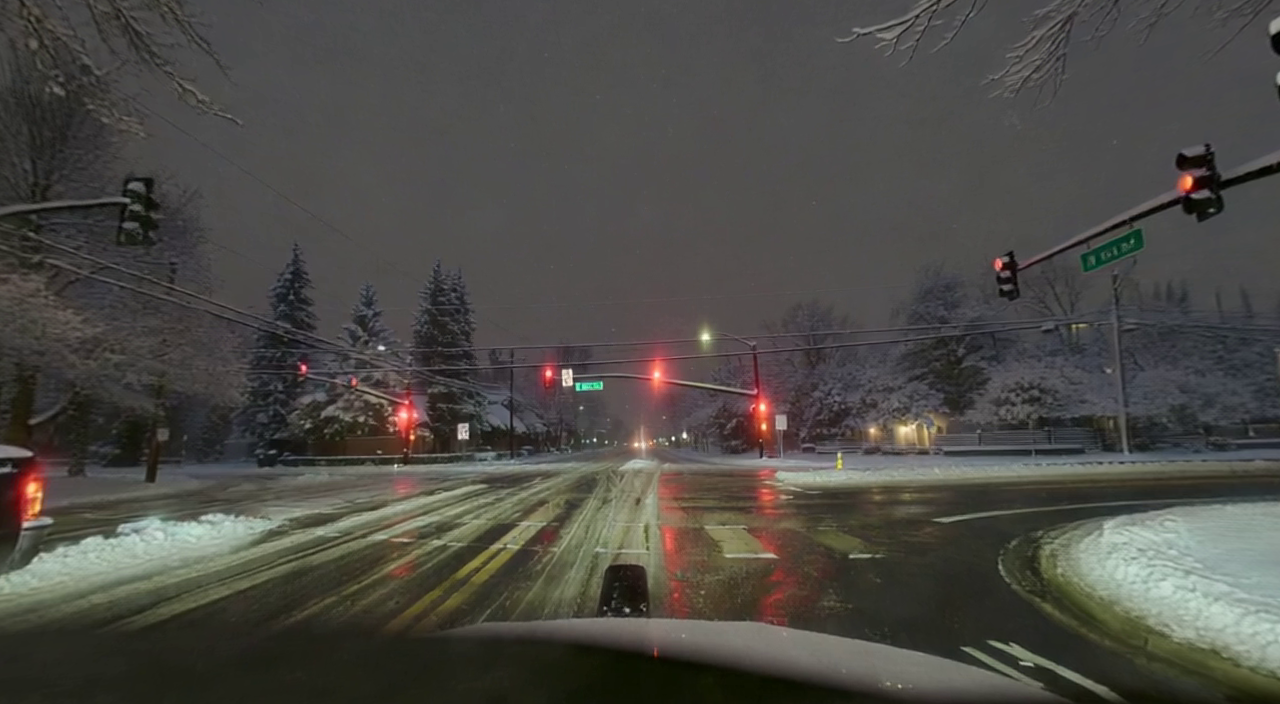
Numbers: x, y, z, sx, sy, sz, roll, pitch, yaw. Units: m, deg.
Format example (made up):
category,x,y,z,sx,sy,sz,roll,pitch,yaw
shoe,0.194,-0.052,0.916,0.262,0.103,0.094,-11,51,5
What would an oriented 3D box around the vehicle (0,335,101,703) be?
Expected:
category,x,y,z,sx,sy,sz,roll,pitch,yaw
vehicle,-3.267,0.517,0.409,1.954,1.689,4.347,0,-8,0
